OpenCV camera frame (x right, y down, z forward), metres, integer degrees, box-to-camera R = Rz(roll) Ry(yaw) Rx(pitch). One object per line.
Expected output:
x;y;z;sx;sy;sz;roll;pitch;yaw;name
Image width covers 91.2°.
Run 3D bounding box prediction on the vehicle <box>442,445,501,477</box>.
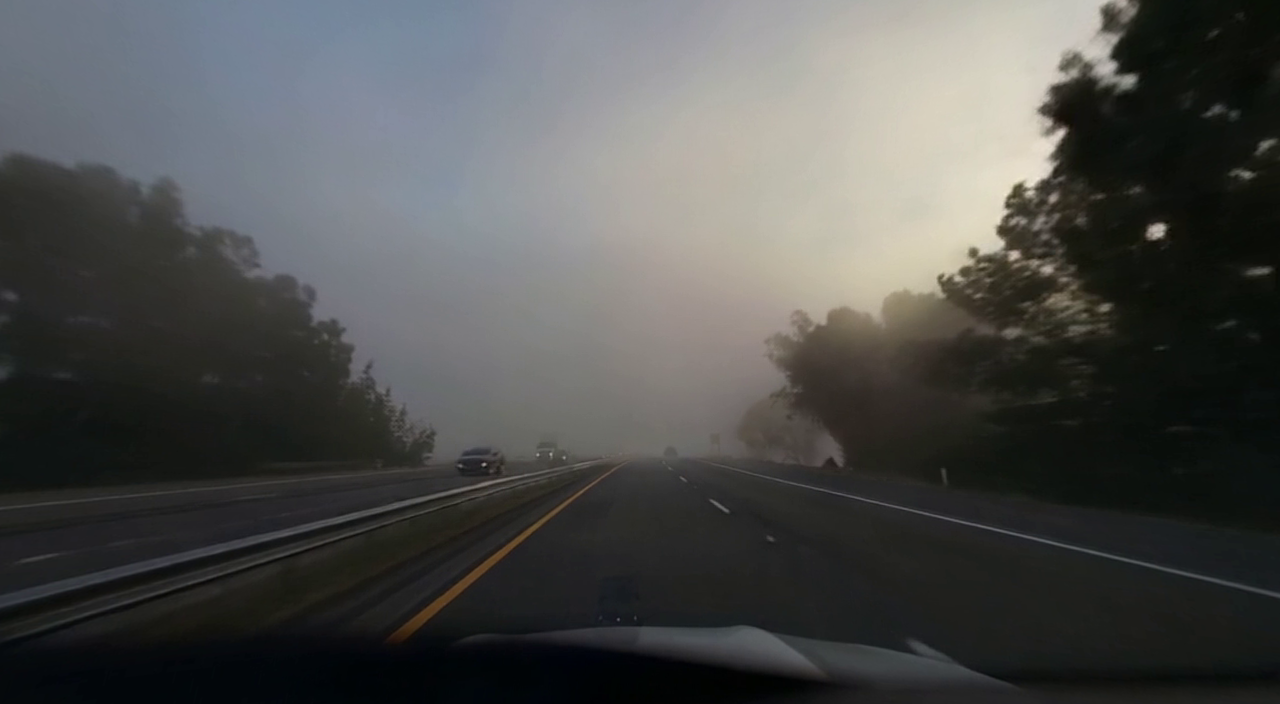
-9.156;5.935;34.330;2.028;1.607;4.273;0;-9;0;vehicle
